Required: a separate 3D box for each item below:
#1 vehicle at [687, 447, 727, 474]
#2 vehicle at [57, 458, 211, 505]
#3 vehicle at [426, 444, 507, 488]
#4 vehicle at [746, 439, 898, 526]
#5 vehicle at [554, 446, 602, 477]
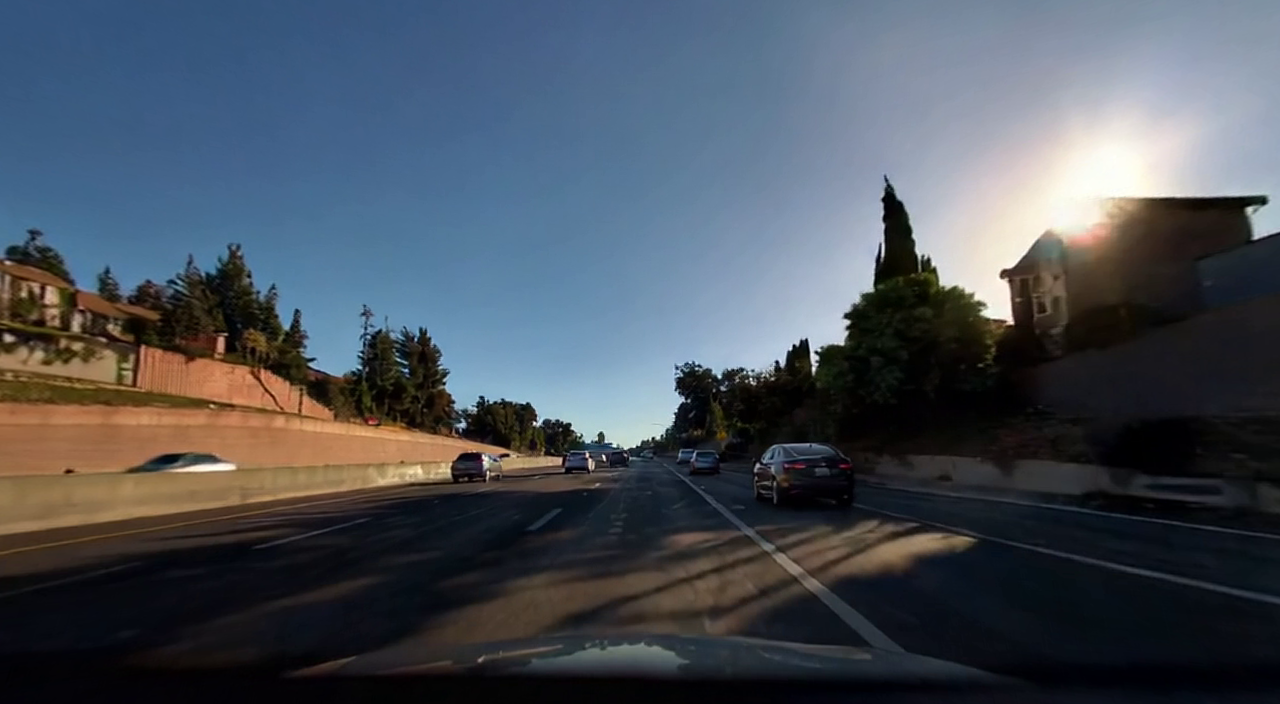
[{"bbox_3d":[3.805,6.192,36.255,1.854,1.438,3.954,0,-8,0],"label":"vehicle"},{"bbox_3d":[-19.024,4.851,24.067,1.959,1.483,4.641,0,-8,1],"label":"vehicle"},{"bbox_3d":[-7.156,4.712,26.470,2.057,1.681,4.277,0,-8,2],"label":"vehicle"},{"bbox_3d":[3.583,2.621,13.337,1.912,1.509,4.291,0,-8,0],"label":"vehicle"},{"bbox_3d":[-3.302,5.892,34.312,2.136,1.571,4.285,0,-8,0],"label":"vehicle"}]
